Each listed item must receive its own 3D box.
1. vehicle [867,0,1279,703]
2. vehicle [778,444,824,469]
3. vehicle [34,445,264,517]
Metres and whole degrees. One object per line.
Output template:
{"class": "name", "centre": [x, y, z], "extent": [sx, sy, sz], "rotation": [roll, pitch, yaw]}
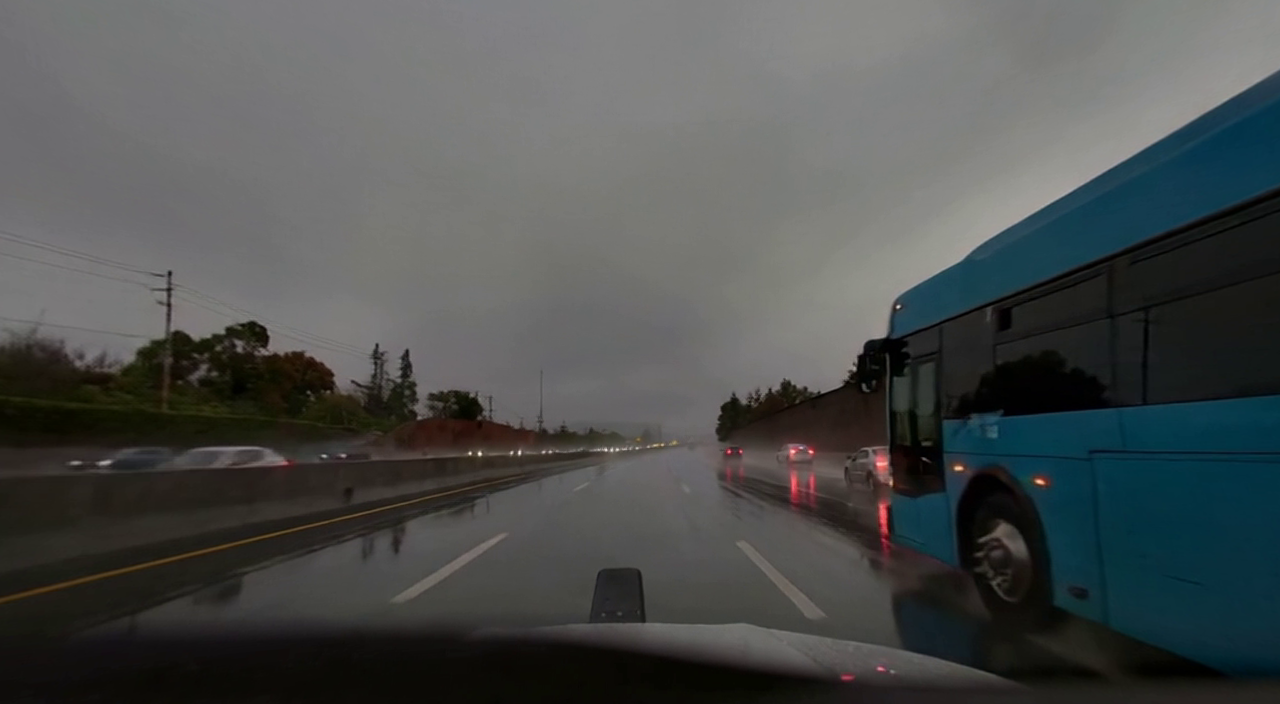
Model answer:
{"class": "vehicle", "centre": [4.426, -0.340, 0.541], "extent": [3.144, 3.580, 14.591], "rotation": [0, -9, 0]}
{"class": "vehicle", "centre": [11.568, 7.529, 45.789], "extent": [2.151, 1.734, 4.519], "rotation": [0, -9, 1]}
{"class": "vehicle", "centre": [-11.162, 2.921, 14.889], "extent": [1.858, 1.437, 4.376], "rotation": [0, -9, 1]}
